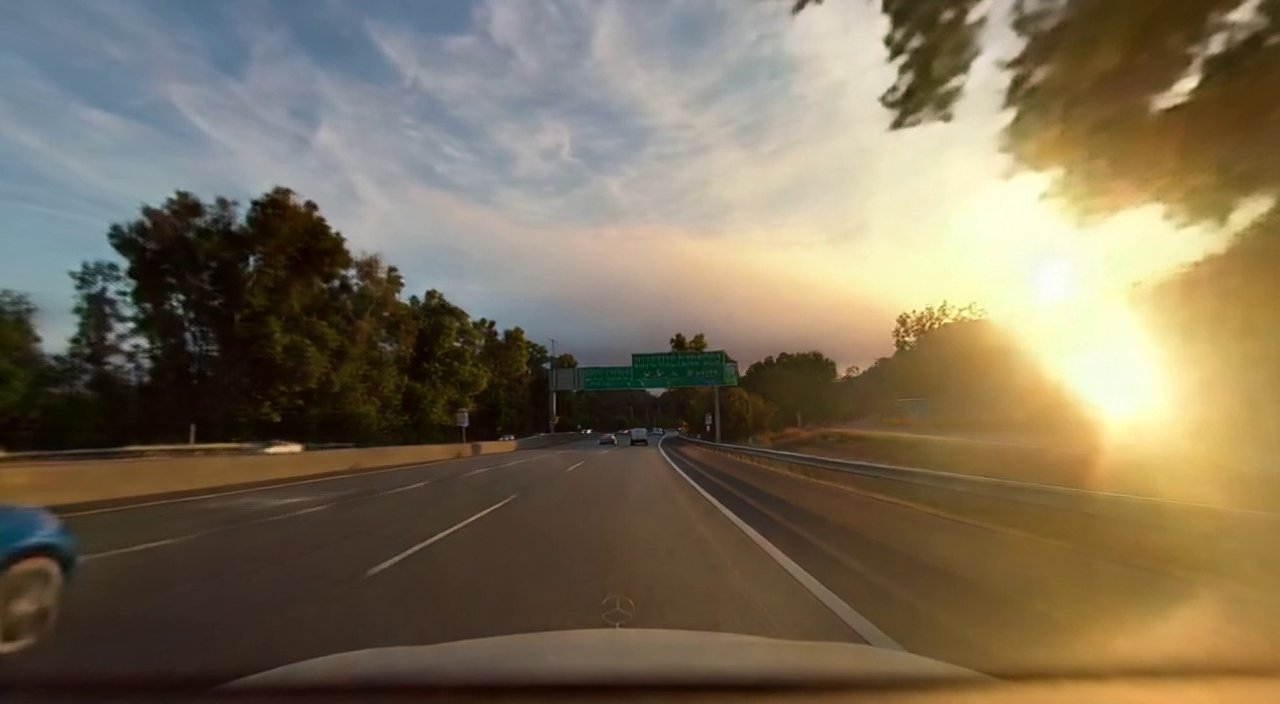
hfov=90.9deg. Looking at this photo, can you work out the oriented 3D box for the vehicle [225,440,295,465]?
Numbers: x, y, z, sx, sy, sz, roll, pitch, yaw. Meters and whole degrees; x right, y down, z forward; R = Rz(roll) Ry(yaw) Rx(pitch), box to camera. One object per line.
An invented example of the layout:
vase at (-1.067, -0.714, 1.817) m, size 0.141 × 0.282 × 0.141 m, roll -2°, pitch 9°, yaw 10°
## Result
vehicle at (-23.265, 6.120, 38.719) m, size 1.772 × 1.430 × 4.002 m, roll 0°, pitch -7°, yaw 0°
